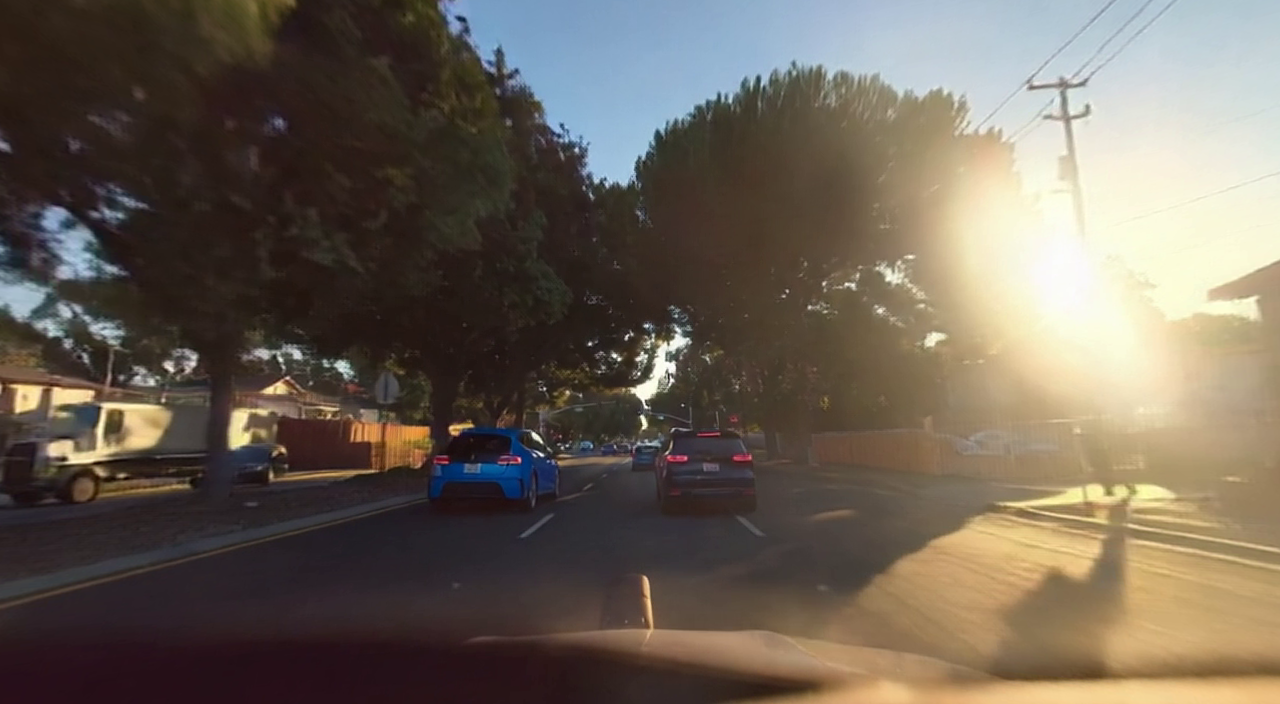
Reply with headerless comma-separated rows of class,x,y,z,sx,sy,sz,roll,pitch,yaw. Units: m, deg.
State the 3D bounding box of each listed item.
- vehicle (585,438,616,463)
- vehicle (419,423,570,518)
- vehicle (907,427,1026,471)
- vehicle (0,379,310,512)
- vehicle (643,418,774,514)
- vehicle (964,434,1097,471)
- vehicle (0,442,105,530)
vehicle,-2.909,7.393,47.190,2.014,1.755,4.360,0,-9,1
vehicle,-2.882,2.494,13.735,2.043,1.687,4.676,-1,-9,2
vehicle,15.966,4.720,31.135,2.032,1.877,4.876,1,-7,-25
vehicle,-15.077,3.055,20.524,2.901,3.276,9.720,-1,-9,4
vehicle,1.285,2.454,13.940,2.280,1.747,4.361,0,-9,-2
vehicle,19.222,4.966,31.339,2.320,1.592,5.103,2,-8,-24
vehicle,-11.928,2.259,10.516,1.923,1.490,4.501,-1,-9,2
